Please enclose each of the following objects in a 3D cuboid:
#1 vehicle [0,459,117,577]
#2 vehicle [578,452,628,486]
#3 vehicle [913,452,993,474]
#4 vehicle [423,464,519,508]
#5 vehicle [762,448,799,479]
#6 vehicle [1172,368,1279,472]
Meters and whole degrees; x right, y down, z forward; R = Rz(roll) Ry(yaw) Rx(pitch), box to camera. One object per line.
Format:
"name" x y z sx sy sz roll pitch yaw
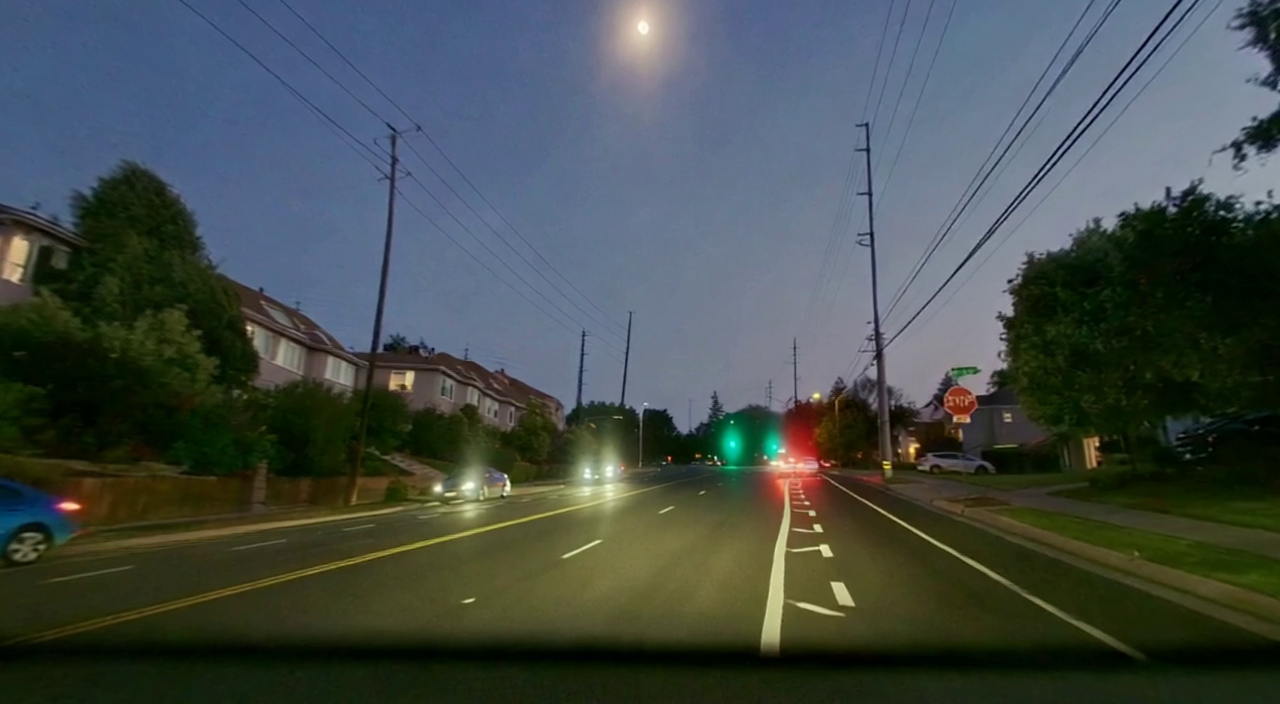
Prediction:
"vehicle" -10.524 2.388 8.788 1.966 1.665 4.549 -2 -9 14
"vehicle" -2.429 7.819 42.452 1.998 2.047 5.167 -2 -9 12
"vehicle" 22.221 7.886 44.895 4.648 1.511 1.919 -2 -9 11
"vehicle" -6.721 5.381 25.671 1.965 1.455 4.472 -2 -9 11
"vehicle" 9.321 7.319 41.733 2.284 1.741 4.702 0 -7 13
"vehicle" 17.313 1.859 16.991 1.926 2.031 5.177 0 -18 9
